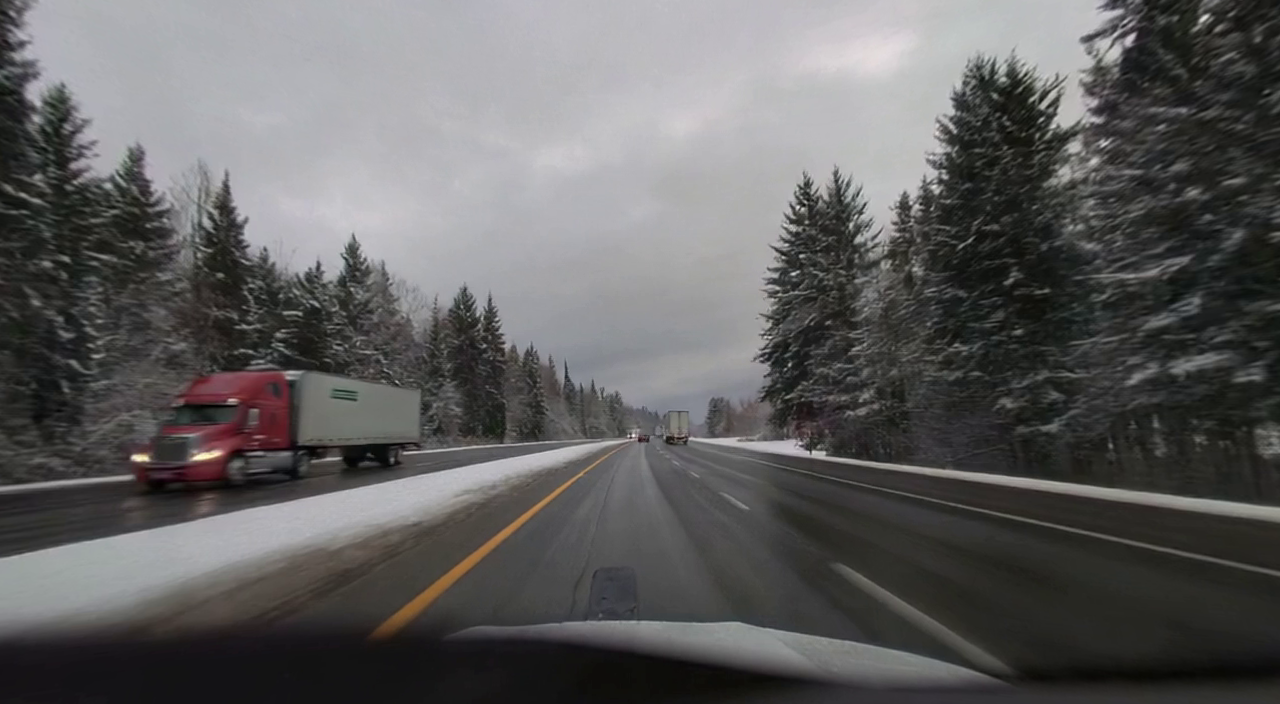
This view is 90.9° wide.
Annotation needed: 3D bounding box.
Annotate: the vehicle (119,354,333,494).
[{"bbox_3d":[-13.247,2.418,20.955,3.019,3.999,5.761,0,-8,0],"label":"vehicle"}]
